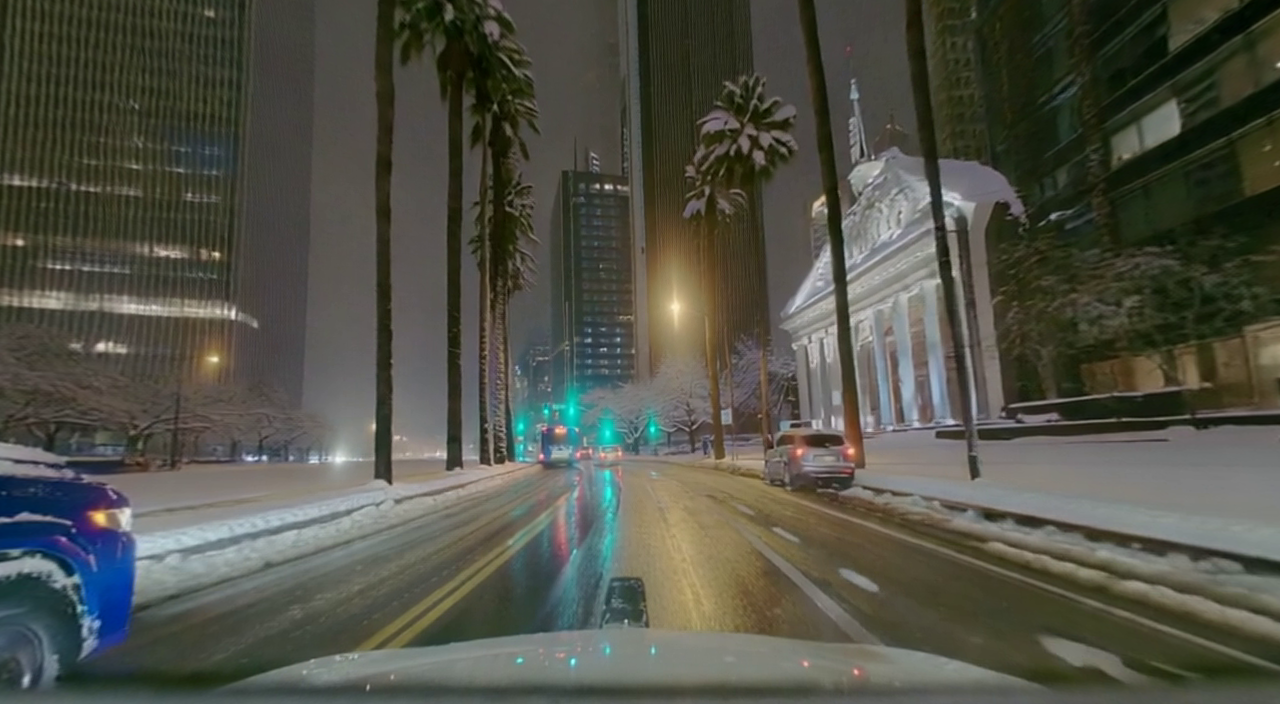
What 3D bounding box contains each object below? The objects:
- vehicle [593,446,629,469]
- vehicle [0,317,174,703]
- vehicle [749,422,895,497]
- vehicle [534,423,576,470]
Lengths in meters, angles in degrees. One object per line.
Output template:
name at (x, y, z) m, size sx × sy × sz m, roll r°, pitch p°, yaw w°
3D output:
vehicle at (-2.064, 7.339, 44.016) m, size 2.107 × 1.481 × 4.097 m, roll 1°, pitch -9°, yaw -8°
vehicle at (-3.592, 0.549, 0.936) m, size 2.120 × 1.826 × 4.737 m, roll 0°, pitch -9°, yaw 0°
vehicle at (5.017, 3.097, 18.458) m, size 2.212 × 1.854 × 5.419 m, roll 0°, pitch -9°, yaw -5°
vehicle at (-6.162, 6.936, 46.126) m, size 2.678 × 3.042 × 8.474 m, roll 1°, pitch -9°, yaw -7°
